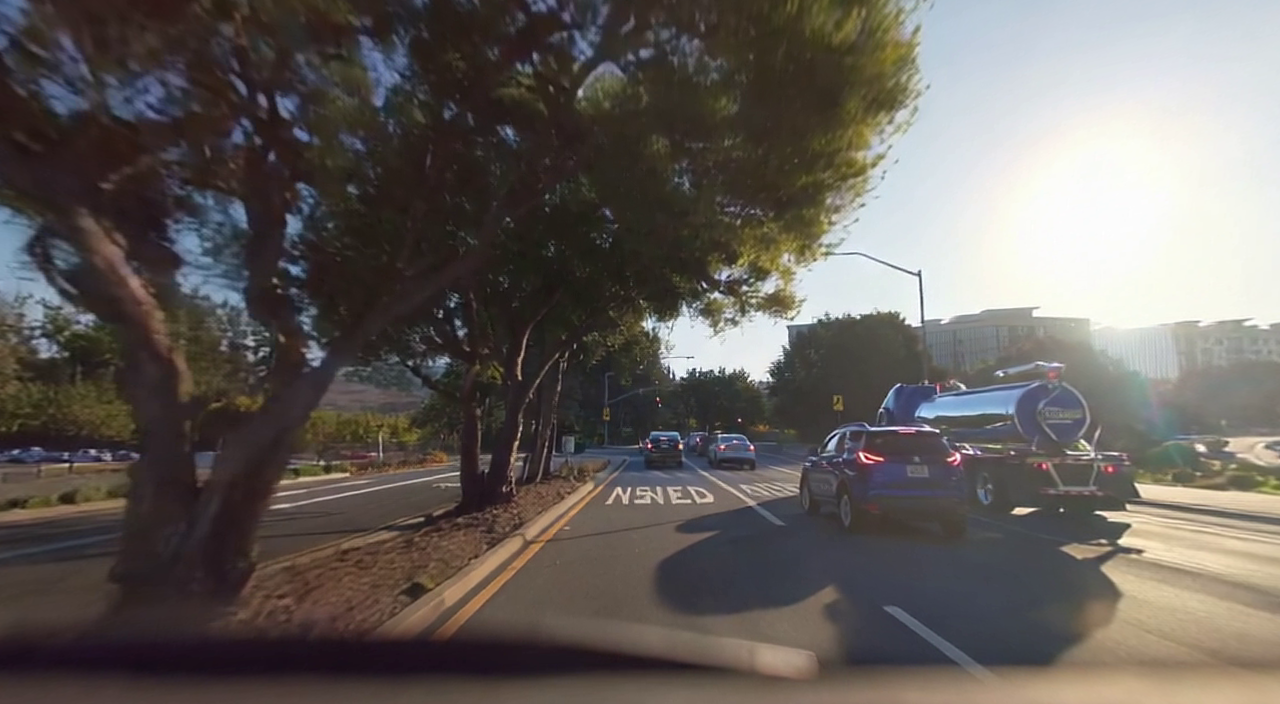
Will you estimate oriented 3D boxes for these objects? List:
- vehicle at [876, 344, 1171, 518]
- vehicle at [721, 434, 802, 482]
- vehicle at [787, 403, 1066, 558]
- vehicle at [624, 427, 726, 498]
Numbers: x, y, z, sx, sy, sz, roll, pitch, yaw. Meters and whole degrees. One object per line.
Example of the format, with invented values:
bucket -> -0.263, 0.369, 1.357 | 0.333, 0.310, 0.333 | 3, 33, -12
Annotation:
vehicle -> 8.258, 1.905, 14.847 | 2.849, 3.207, 6.275 | 0, -8, -1
vehicle -> 4.000, 3.571, 21.483 | 1.917, 1.475, 4.081 | 0, -8, 0
vehicle -> 3.750, 1.779, 9.410 | 2.045, 1.729, 4.532 | 0, -8, 1
vehicle -> 0.761, 2.650, 15.402 | 2.148, 1.488, 4.002 | 0, -8, 1
